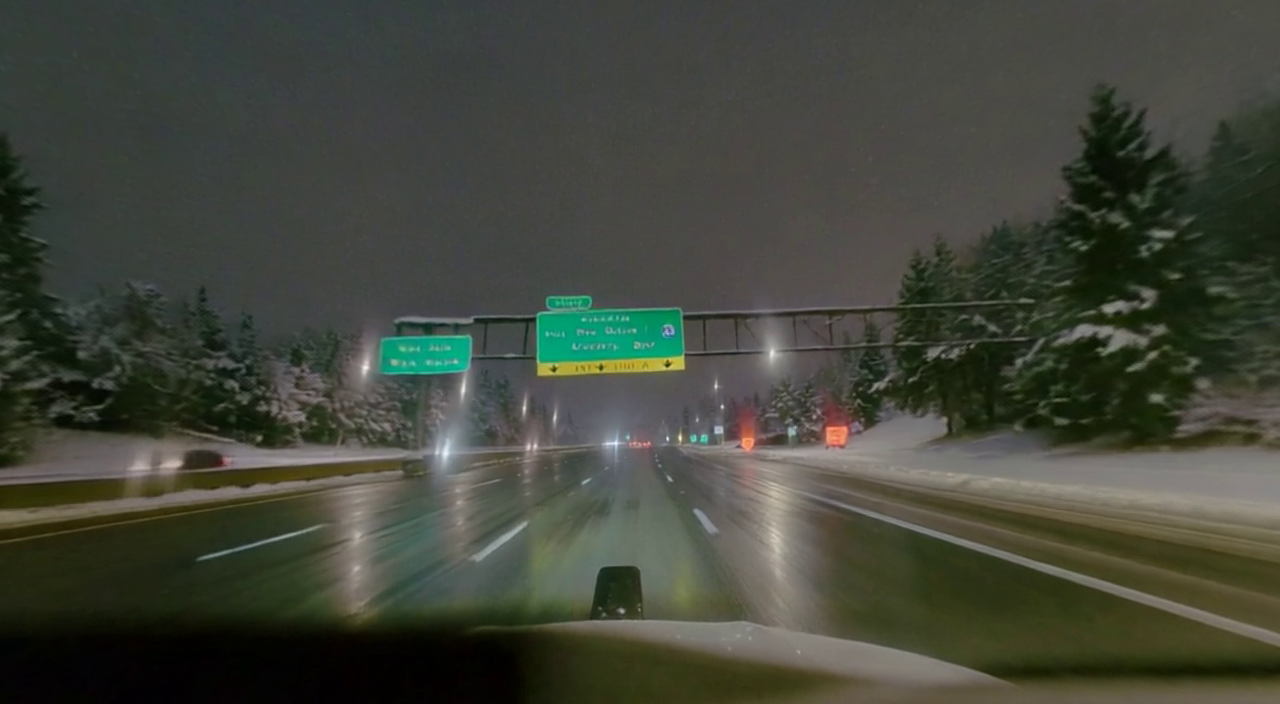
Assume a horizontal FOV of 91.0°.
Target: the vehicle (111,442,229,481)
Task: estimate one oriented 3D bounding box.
[{"bbox_3d":[-23.224,5.411,31.419,2.095,1.759,4.794,0,-8,0],"label":"vehicle"}]
